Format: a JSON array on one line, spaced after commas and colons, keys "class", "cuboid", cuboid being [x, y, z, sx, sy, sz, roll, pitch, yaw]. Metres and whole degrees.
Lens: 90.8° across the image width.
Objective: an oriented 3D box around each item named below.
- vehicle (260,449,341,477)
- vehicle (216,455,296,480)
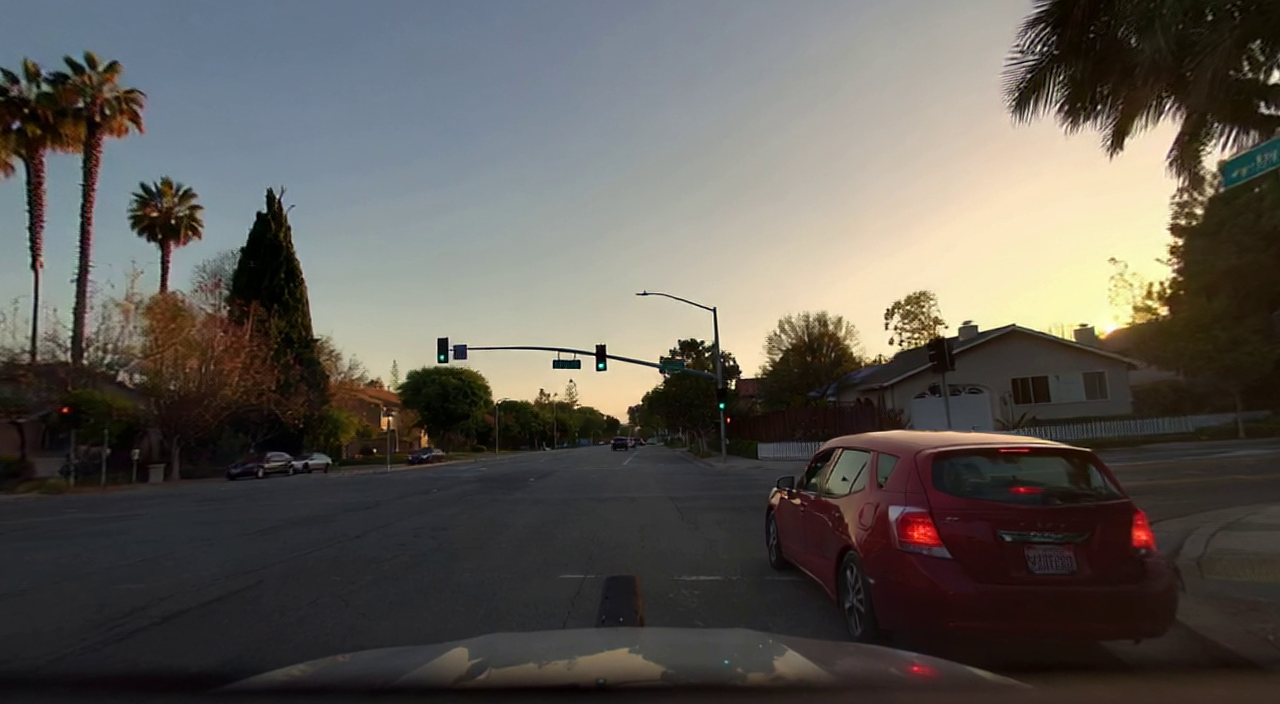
[{"class": "vehicle", "cuboid": [-20.024, 6.523, 37.533, 2.084, 1.528, 4.778, -1, -9, 2]}, {"class": "vehicle", "cuboid": [-24.068, 7.228, 39.828, 2.019, 1.427, 4.630, 0, -9, 1]}]
